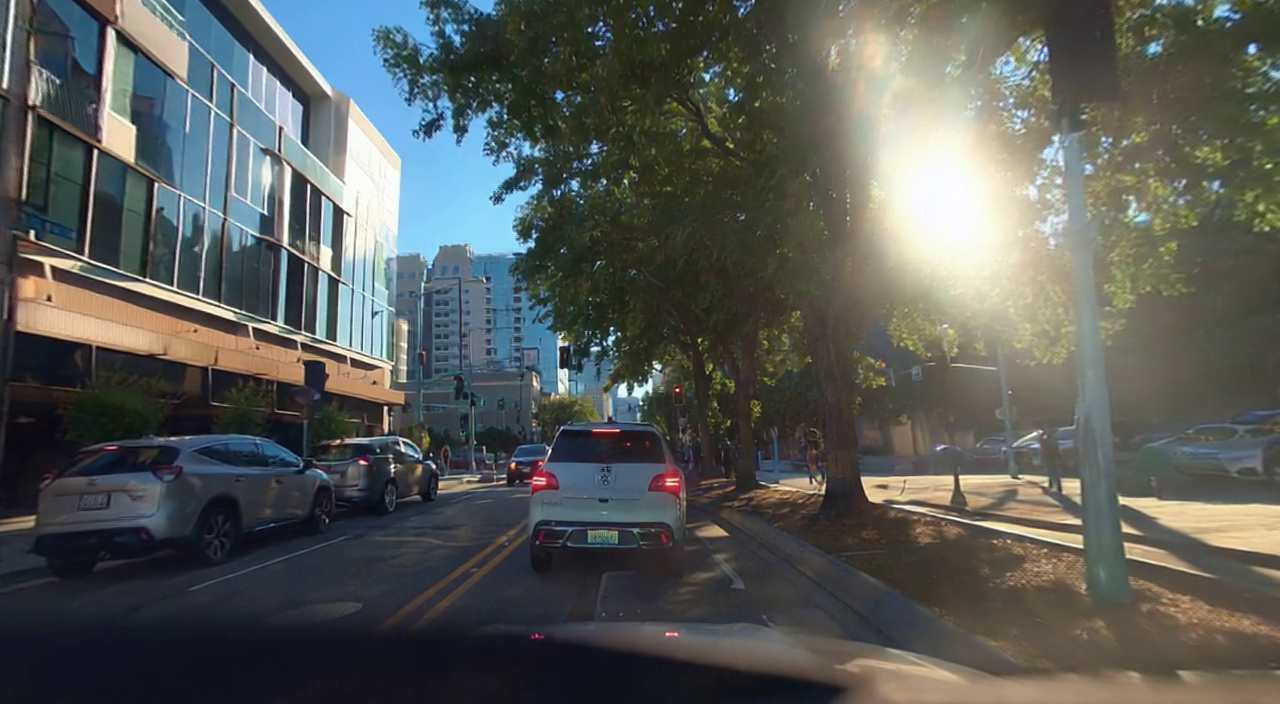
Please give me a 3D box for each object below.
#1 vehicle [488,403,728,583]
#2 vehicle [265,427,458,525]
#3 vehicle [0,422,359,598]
[{"bbox_3d":[-0.286,1.627,8.002,2.258,1.687,3.934,0,-9,1],"label":"vehicle"},{"bbox_3d":[-5.873,2.667,14.172,2.077,1.791,4.751,0,-9,1],"label":"vehicle"},{"bbox_3d":[-5.751,1.877,8.475,1.904,1.684,4.529,0,-9,-1],"label":"vehicle"}]
